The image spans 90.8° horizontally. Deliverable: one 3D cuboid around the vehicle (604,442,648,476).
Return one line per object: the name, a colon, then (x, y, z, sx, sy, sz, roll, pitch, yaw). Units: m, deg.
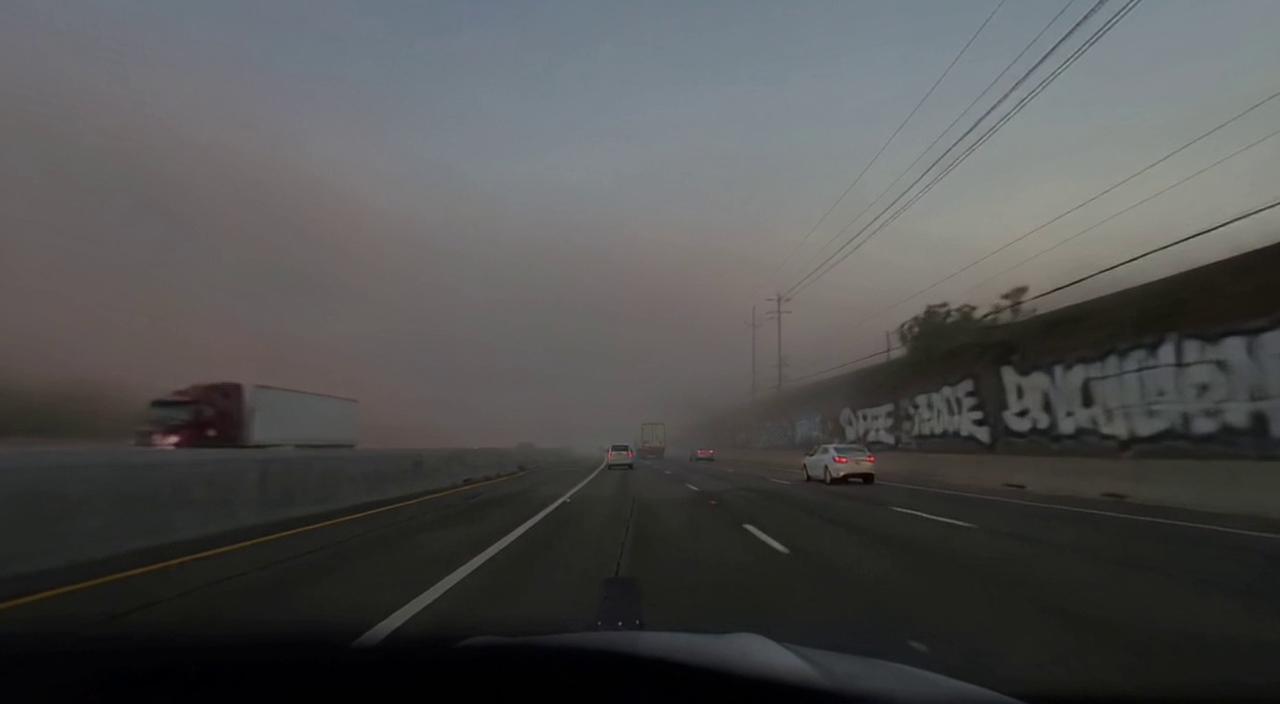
vehicle: (-0.724, 5.606, 33.334, 2.191, 1.685, 3.353, 0, -9, -1)

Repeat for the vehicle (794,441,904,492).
vehicle: (6.907, 3.819, 21.474, 2.032, 1.525, 4.631, 0, -9, -1)

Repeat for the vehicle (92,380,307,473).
vehicle: (-17.110, 3.135, 25.554, 2.933, 3.133, 8.090, 0, -9, -1)
